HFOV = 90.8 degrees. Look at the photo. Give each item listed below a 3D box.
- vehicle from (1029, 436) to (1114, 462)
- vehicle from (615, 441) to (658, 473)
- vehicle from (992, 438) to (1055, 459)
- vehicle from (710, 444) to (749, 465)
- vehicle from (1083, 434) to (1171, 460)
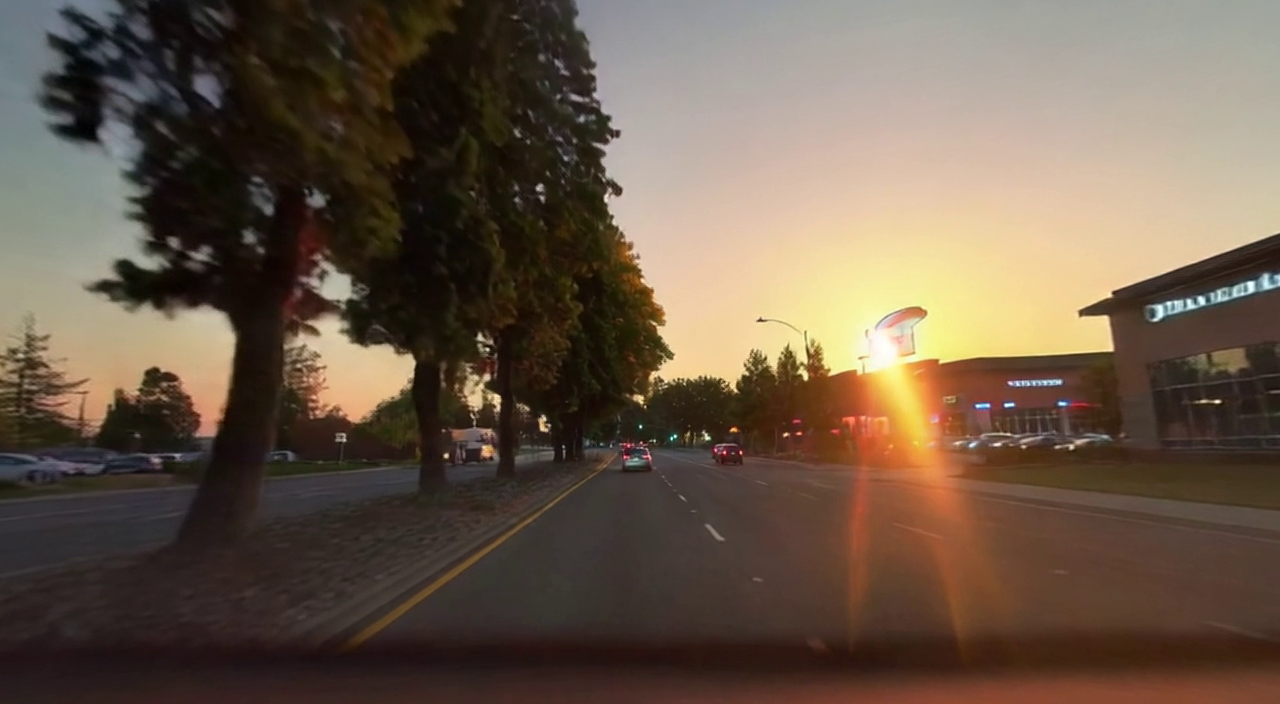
[{"bbox_3d":[26.700,5.990,39.312,1.840,1.446,4.820,-2,-8,0],"label":"vehicle"},{"bbox_3d":[-0.240,5.436,32.948,2.072,1.545,4.578,0,-8,-2],"label":"vehicle"},{"bbox_3d":[26.836,6.778,44.406,1.761,1.409,4.353,0,-9,1],"label":"vehicle"},{"bbox_3d":[6.854,7.901,48.917,2.075,1.475,4.571,0,-9,-4],"label":"vehicle"},{"bbox_3d":[29.476,5.792,38.395,1.805,1.481,4.351,-1,-9,-1],"label":"vehicle"}]
